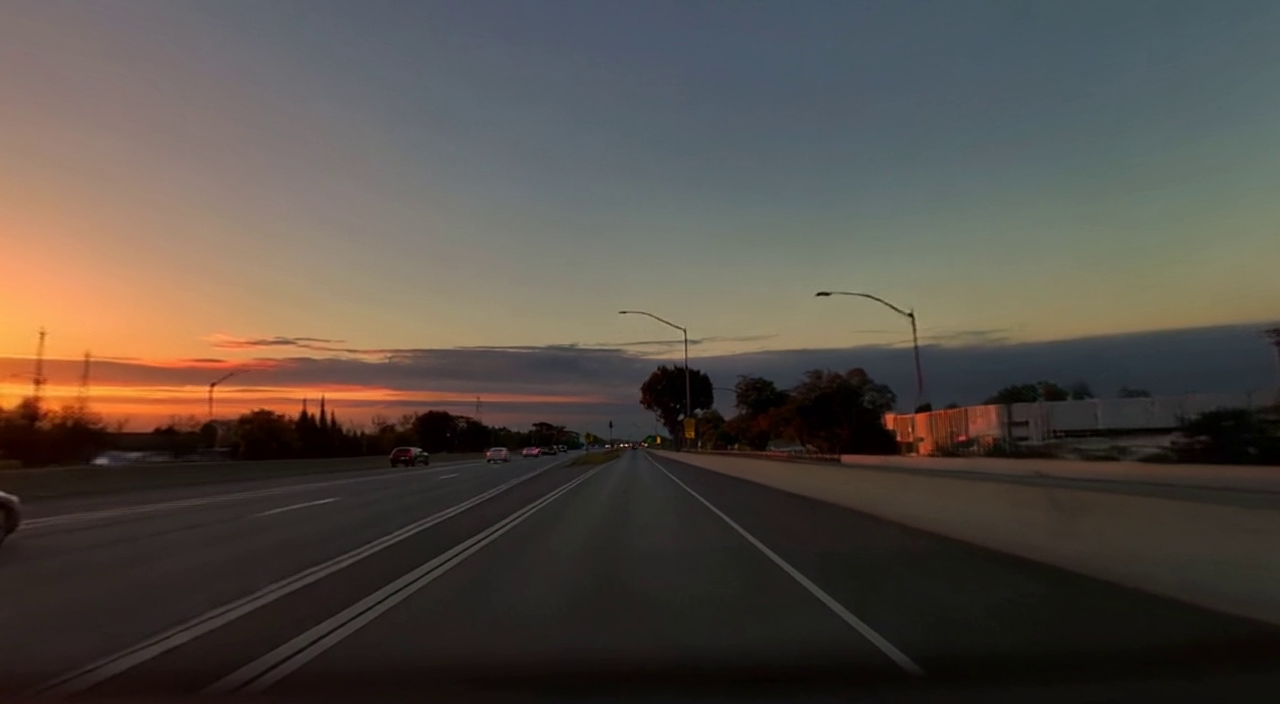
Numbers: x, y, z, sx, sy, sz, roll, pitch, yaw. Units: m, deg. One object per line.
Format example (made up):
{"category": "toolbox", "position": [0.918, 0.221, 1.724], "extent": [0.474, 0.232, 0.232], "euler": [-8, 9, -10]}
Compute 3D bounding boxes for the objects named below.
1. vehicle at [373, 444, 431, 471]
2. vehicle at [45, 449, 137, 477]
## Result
{"category": "vehicle", "position": [-15.836, 7.036, 42.362], "extent": [2.126, 1.671, 5.173], "euler": [0, -8, -4]}
{"category": "vehicle", "position": [-32.785, 6.673, 37.889], "extent": [1.884, 1.466, 4.266], "euler": [-2, -10, -4]}
